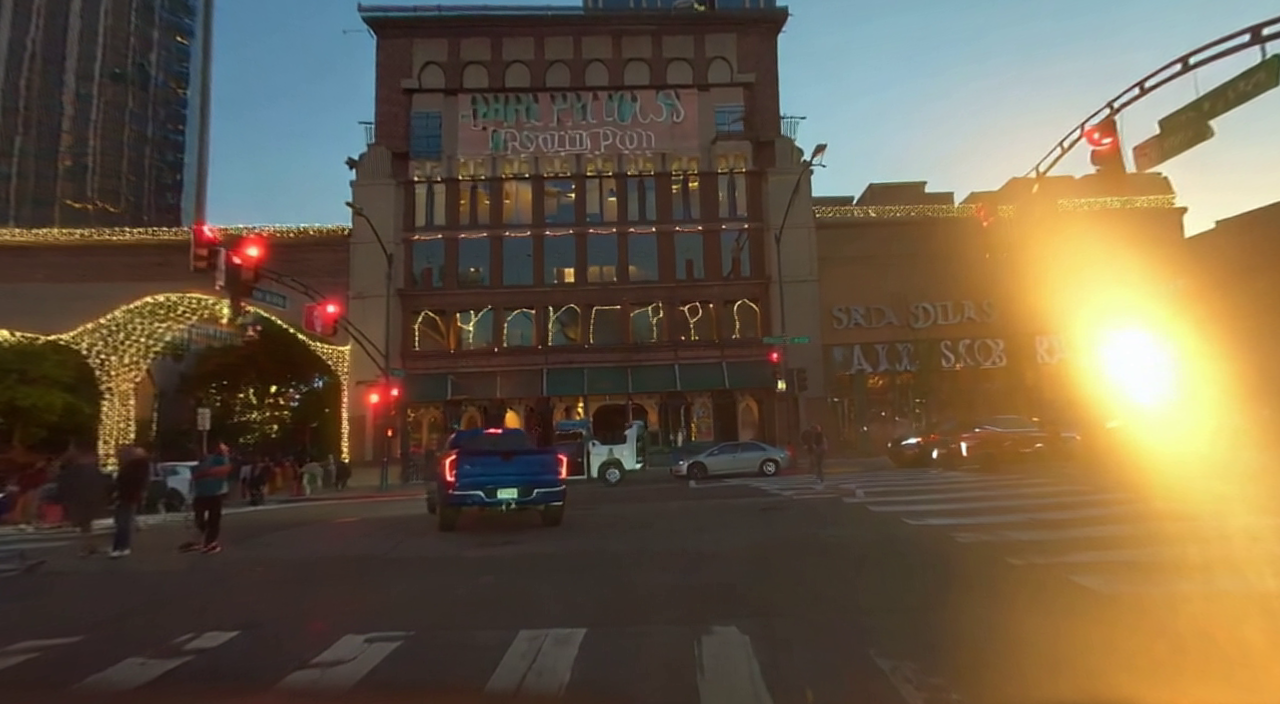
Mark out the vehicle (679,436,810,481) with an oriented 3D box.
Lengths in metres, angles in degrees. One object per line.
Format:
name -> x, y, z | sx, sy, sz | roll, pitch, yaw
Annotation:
vehicle -> 3.724, 3.898, 23.182 | 4.515, 1.583, 1.920 | 0, -8, 2

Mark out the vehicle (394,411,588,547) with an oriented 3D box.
vehicle -> -3.232, 2.346, 12.522 | 2.477, 2.020, 5.534 | 4, -9, -26

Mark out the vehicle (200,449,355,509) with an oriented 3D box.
vehicle -> -13.871, 4.869, 24.340 | 4.799, 1.909, 2.011 | -3, -7, 2

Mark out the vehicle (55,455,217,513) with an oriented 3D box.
vehicle -> -19.259, 5.037, 24.253 | 4.398, 2.057, 1.959 | 0, -8, -2

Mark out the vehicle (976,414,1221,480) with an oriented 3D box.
vehicle -> 11.172, 2.344, 15.600 | 4.600, 1.506, 1.878 | 0, -8, -2

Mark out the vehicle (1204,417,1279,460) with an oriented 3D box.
vehicle -> 25.306, 3.460, 25.167 | 3.662, 1.666, 1.937 | 0, -8, -1
